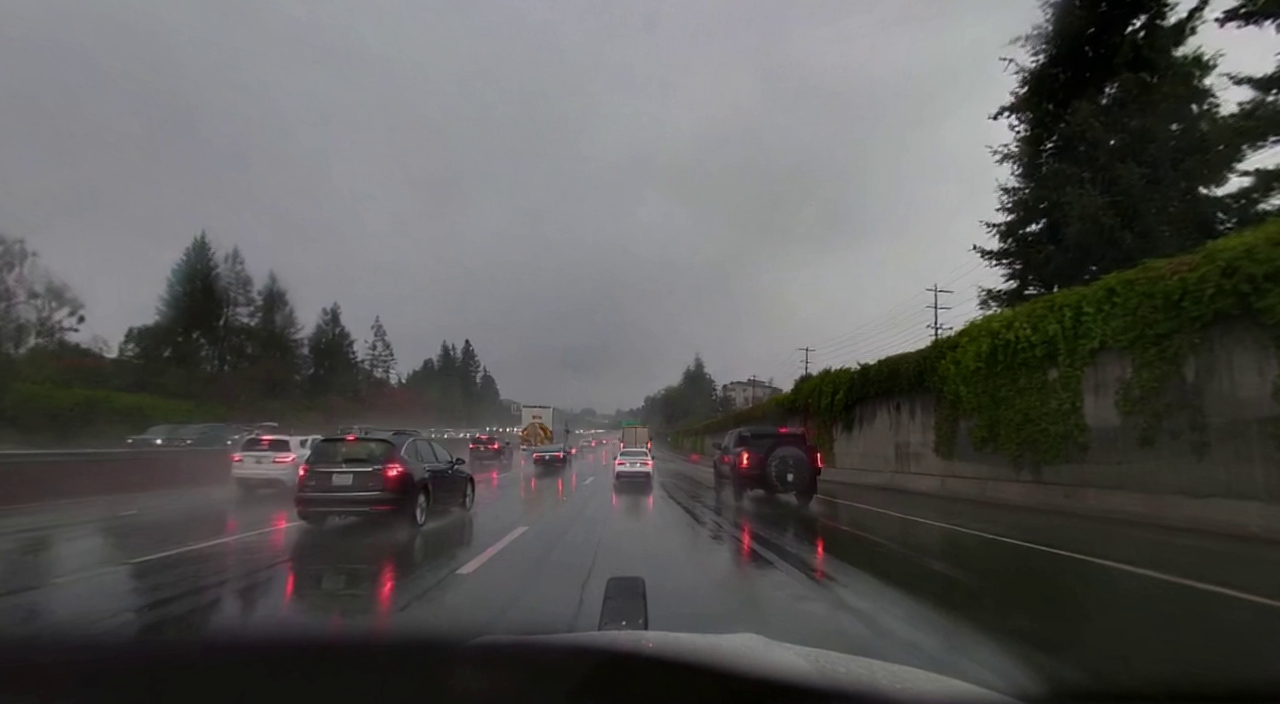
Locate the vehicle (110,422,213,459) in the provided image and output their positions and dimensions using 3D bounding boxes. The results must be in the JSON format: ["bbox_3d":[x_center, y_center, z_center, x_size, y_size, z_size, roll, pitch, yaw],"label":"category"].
[{"bbox_3d":[-24.481,4.589,32.505,2.056,1.752,4.276,0,-8,-2],"label":"vehicle"}]

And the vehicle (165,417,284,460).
[{"bbox_3d":[-20.597,4.373,31.669,2.071,1.972,5.676,0,-8,0],"label":"vehicle"}]

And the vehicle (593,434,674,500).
[{"bbox_3d":[-0.182,3.228,18.176,2.092,1.671,3.889,0,-8,0],"label":"vehicle"}]

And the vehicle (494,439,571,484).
[{"bbox_3d":[-3.910,4.065,23.809,2.049,1.530,4.707,0,-8,0],"label":"vehicle"}]

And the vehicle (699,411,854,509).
[{"bbox_3d":[3.277,2.798,16.832,2.793,2.132,5.682,0,-8,-1],"label":"vehicle"}]

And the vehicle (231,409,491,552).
[{"bbox_3d":[-3.941,1.894,9.986,2.026,1.719,4.490,0,-8,0],"label":"vehicle"}]
